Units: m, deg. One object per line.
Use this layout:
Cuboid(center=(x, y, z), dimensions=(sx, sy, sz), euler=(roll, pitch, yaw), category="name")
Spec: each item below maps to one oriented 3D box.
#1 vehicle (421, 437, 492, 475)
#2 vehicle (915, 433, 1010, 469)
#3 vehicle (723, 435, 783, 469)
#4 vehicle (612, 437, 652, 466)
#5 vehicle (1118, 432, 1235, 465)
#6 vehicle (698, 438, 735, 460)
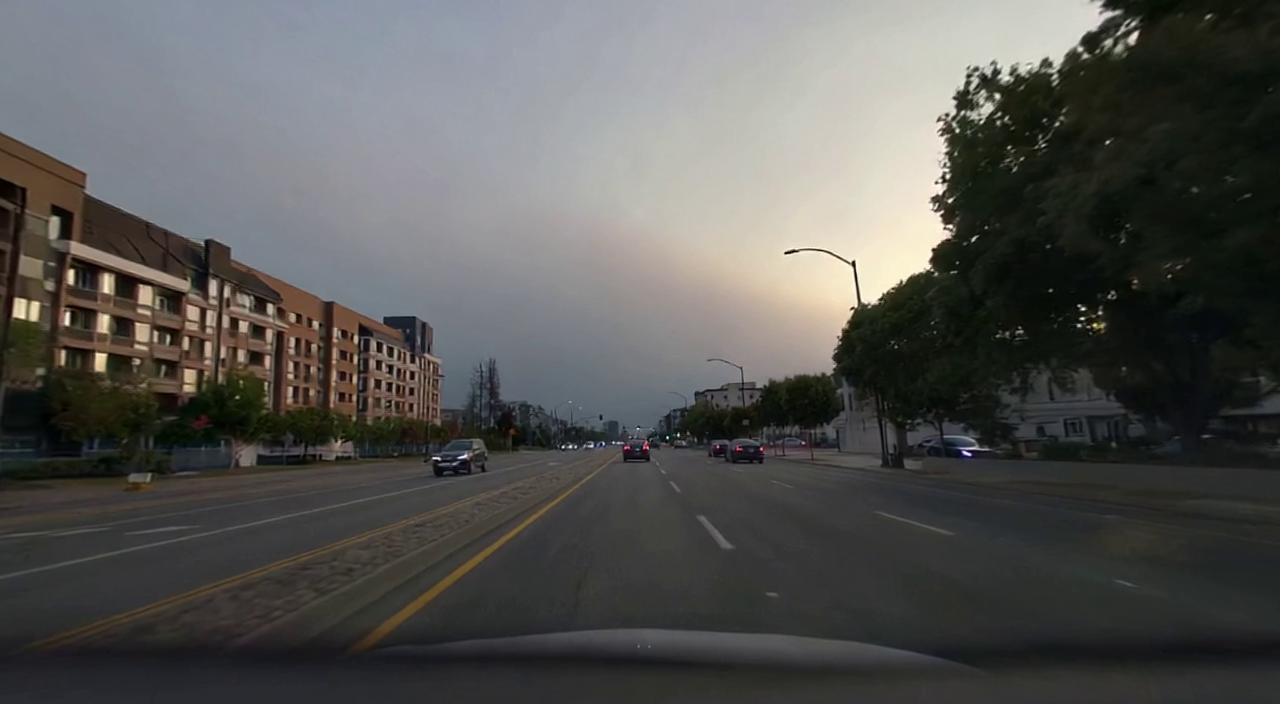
Cuboid(center=(-8.684, 4.973, 30.241), dimensions=(2.010, 1.674, 4.484), euler=(0, -8, 1), category="vehicle")
Cuboid(center=(14.996, 4.636, 29.586), dimensions=(2.025, 1.523, 4.581), euler=(0, -8, 0), category="vehicle")
Cuboid(center=(5.685, 5.119, 32.352), dimensions=(2.121, 1.557, 4.898), euler=(0, -8, -1), category="vehicle")
Cuboid(center=(-0.431, 5.577, 35.402), dimensions=(2.106, 1.553, 3.964), euler=(0, -8, 0), category="vehicle")
Cuboid(center=(27.158, 4.902, 32.097), dimensions=(2.138, 1.542, 4.671), euler=(-1, -9, 5), category="vehicle")
Cuboid(center=(5.688, 7.245, 47.183), dimensions=(2.154, 1.554, 4.149), euler=(0, -8, -2), category="vehicle")
